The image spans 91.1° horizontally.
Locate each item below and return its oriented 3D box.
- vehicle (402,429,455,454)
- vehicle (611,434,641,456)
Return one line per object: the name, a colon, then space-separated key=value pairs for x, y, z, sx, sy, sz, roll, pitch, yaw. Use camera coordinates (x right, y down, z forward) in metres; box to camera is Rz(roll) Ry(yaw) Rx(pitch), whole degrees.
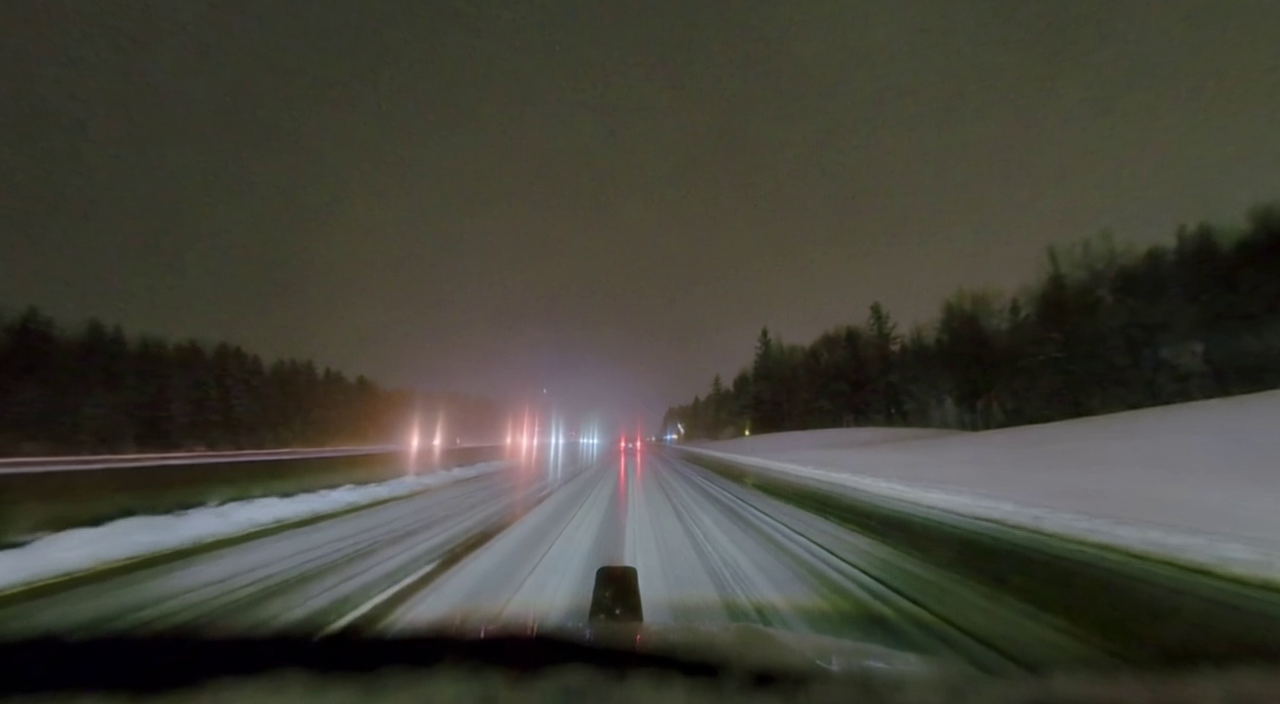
vehicle: x=-13.595 y=5.779 z=40.656 sx=1.964 sy=1.536 sz=4.460 roll=0 pitch=-8 yaw=-1
vehicle: x=-1.003 y=6.716 z=45.378 sx=2.025 sy=1.519 sz=3.924 roll=0 pitch=-8 yaw=-1
